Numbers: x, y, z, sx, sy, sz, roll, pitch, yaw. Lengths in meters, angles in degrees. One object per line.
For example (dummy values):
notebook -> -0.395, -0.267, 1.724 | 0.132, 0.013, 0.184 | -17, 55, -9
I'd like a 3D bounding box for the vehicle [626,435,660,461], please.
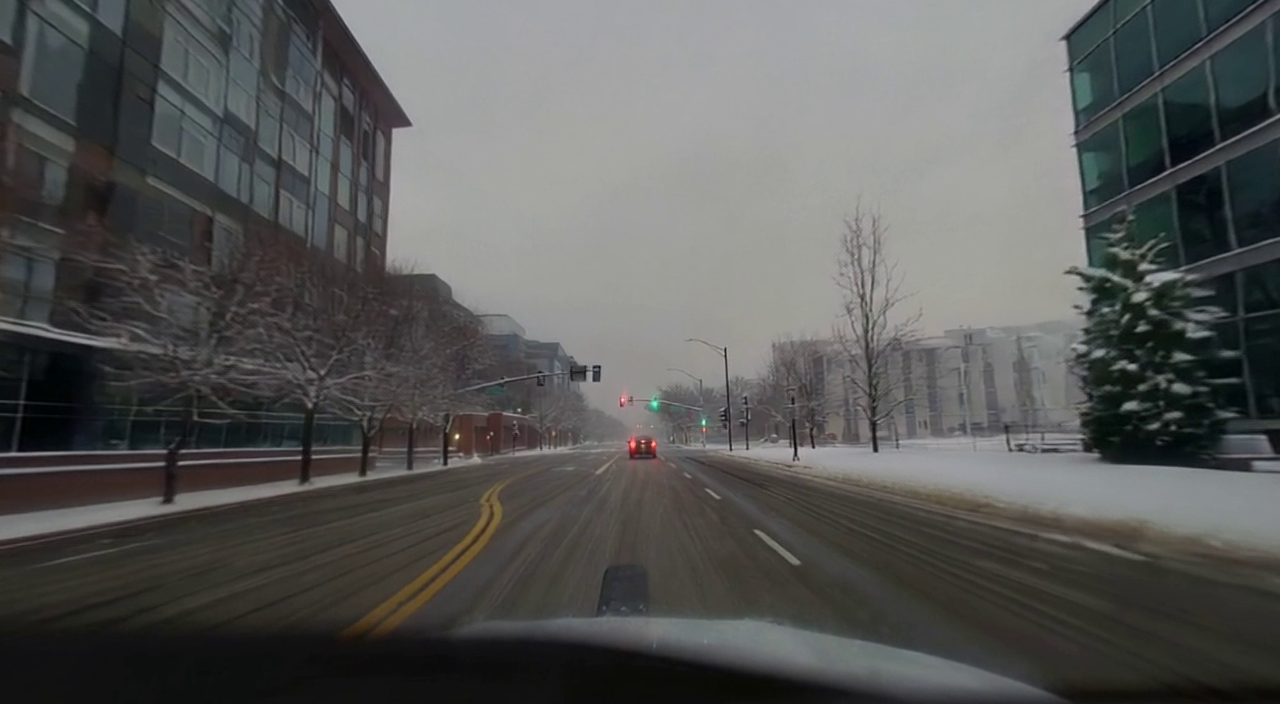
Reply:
vehicle -> 0.160, 6.422, 42.314 | 2.184, 1.640, 4.086 | 0, -8, -1
